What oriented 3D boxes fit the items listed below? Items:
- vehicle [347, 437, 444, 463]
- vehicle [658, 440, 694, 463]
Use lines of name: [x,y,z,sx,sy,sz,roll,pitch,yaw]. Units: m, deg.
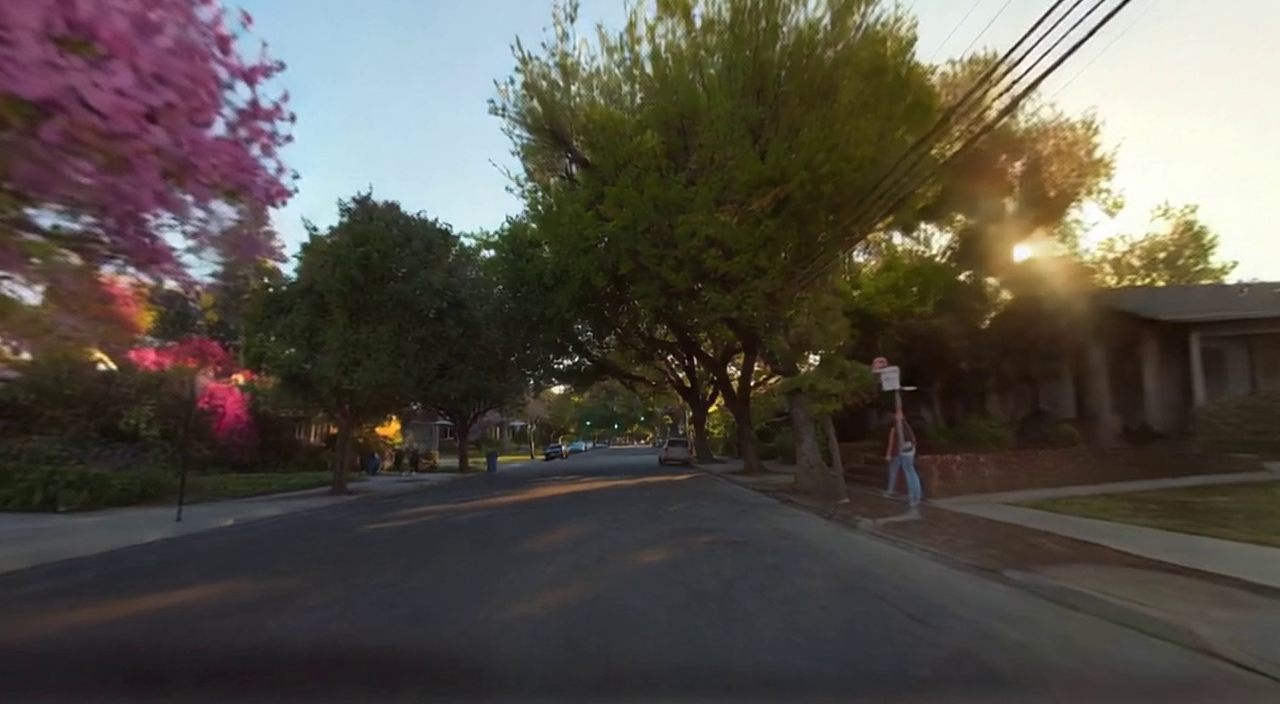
vehicle: [-17.211,6.897,44.664,5.902,1.796,2.183,0,-8,-2]
vehicle: [2.352,6.670,42.603,2.022,1.455,4.406,0,-8,-2]
